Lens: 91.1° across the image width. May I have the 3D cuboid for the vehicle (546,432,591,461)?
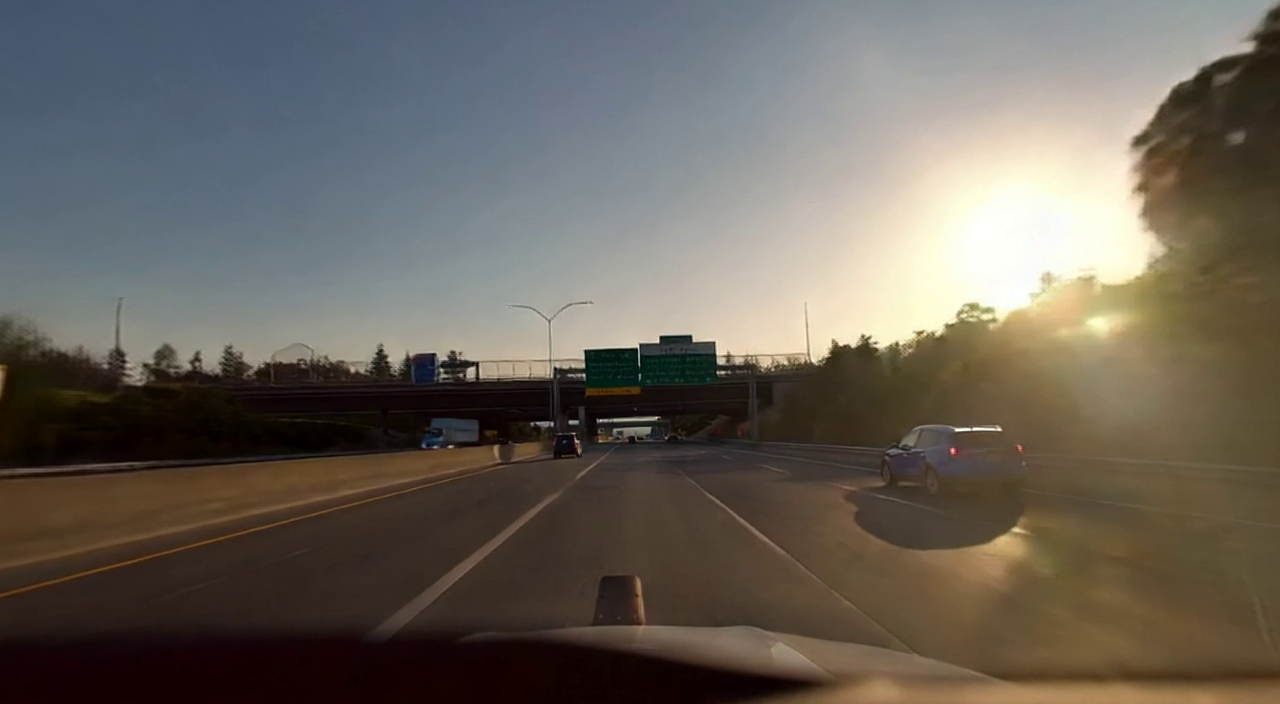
[{"bbox_3d":[-3.909,5.219,35.002,2.032,1.465,4.316,0,-8,-1],"label":"vehicle"}]

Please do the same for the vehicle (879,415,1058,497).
[{"bbox_3d":[7.379,2.351,14.651,1.956,1.634,3.935,0,-8,-1],"label":"vehicle"}]
